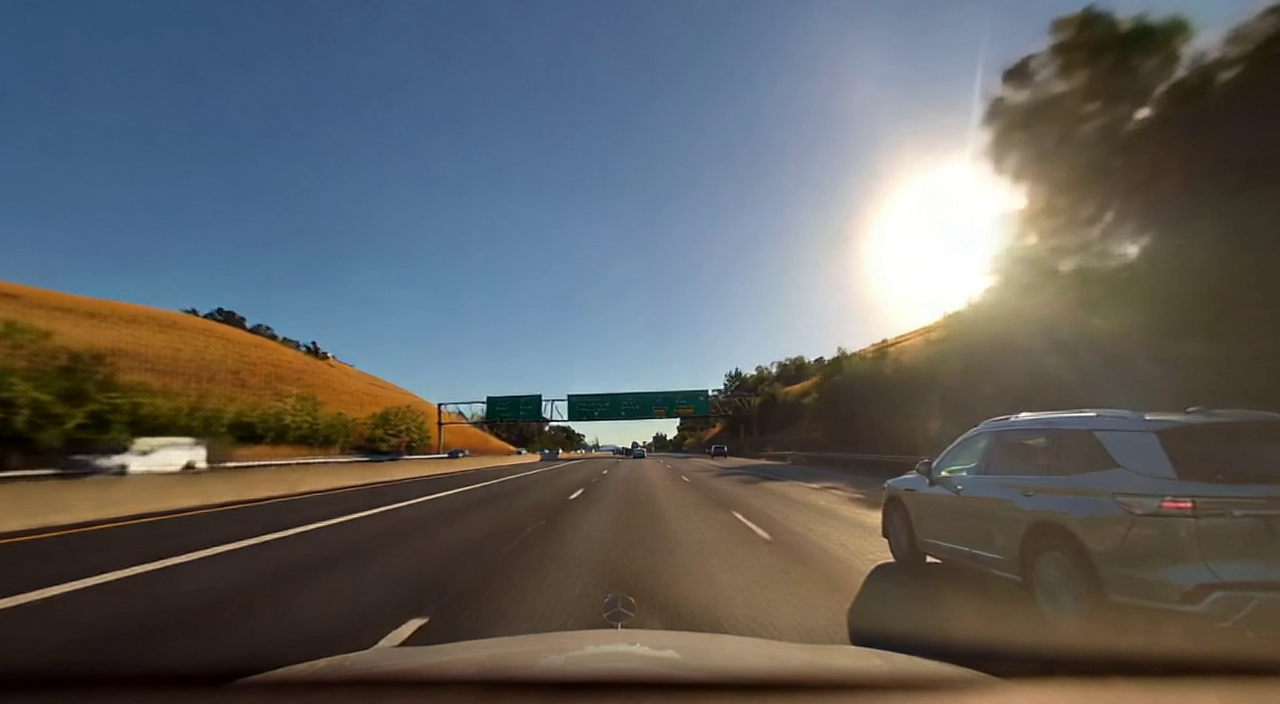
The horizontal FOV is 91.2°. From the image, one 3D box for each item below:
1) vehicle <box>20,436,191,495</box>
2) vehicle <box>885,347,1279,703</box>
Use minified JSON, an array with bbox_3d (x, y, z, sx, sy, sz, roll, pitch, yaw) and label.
[{"bbox_3d":[-18.453,3.918,21.975,2.130,1.819,4.303,0,-9,0],"label":"vehicle"},{"bbox_3d":[3.542,1.149,4.527,1.784,1.733,4.141,0,-9,-1],"label":"vehicle"}]
